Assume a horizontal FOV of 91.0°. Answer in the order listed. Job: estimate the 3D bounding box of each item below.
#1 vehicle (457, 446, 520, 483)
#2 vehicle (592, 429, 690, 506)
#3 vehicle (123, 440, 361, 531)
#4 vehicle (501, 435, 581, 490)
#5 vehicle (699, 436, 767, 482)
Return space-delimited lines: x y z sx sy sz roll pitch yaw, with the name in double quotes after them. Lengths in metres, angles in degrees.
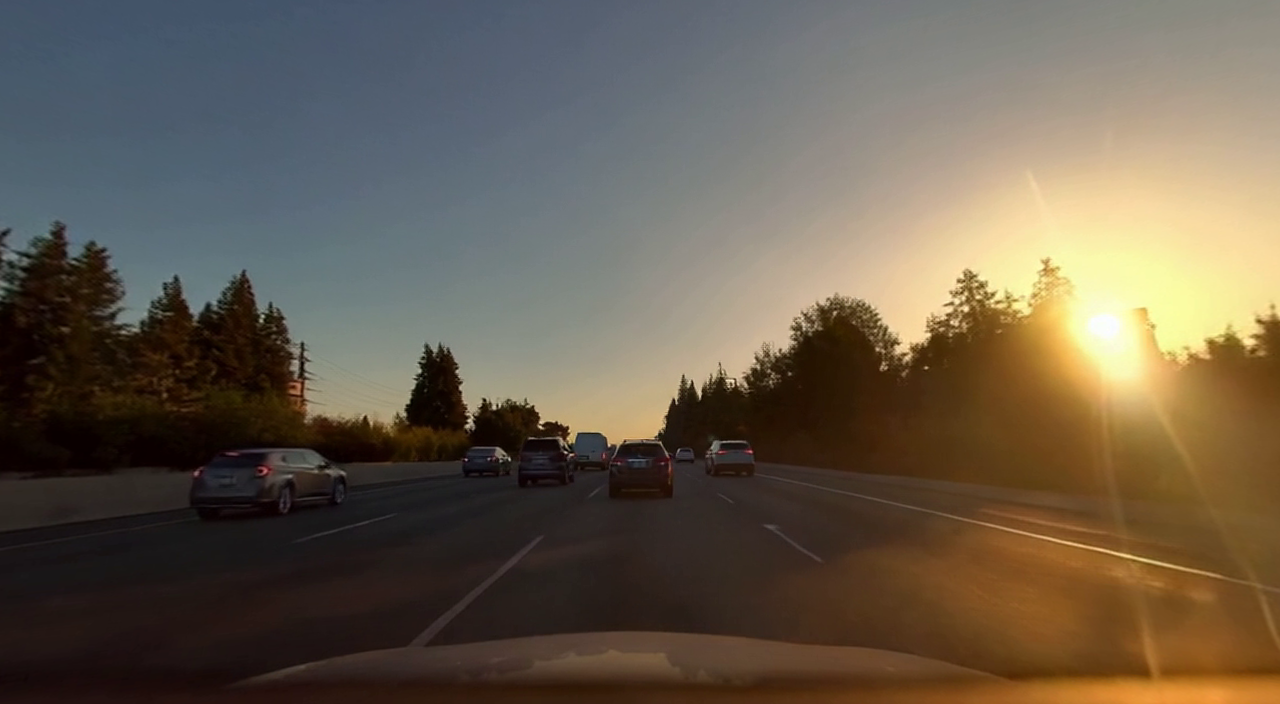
-7.112 5.278 29.982 1.931 1.617 4.060 0 -9 0 "vehicle"
0.050 2.949 16.492 2.223 1.722 4.177 0 -9 1 "vehicle"
-7.743 2.594 12.936 1.927 1.514 4.474 0 -9 0 "vehicle"
-3.476 3.964 22.952 2.142 1.808 4.266 0 -9 1 "vehicle"
4.013 4.722 28.139 2.175 1.830 5.173 0 -9 -1 "vehicle"
